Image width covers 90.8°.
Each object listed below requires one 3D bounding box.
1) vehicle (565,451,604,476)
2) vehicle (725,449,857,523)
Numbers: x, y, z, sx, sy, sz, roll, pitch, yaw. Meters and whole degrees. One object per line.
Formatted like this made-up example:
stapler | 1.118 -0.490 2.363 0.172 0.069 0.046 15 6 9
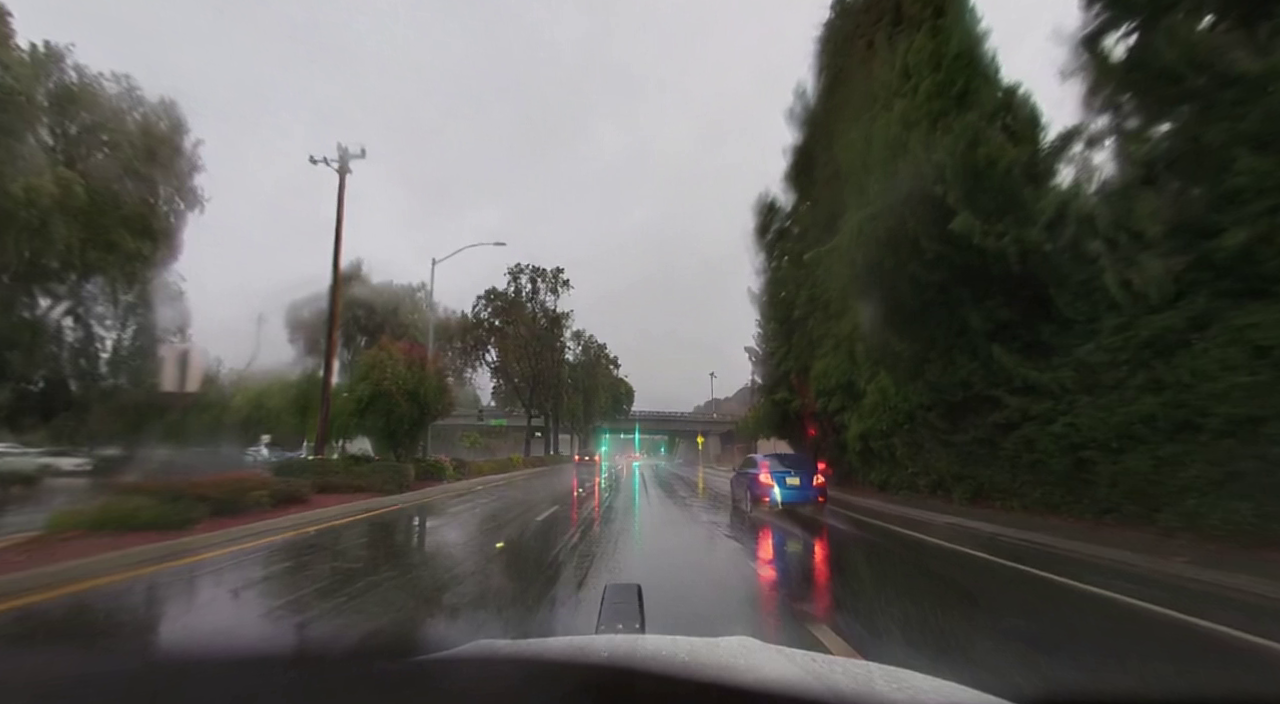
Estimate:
vehicle | -3.469 7.032 40.025 2.041 1.460 4.036 0 -8 1
vehicle | 3.437 3.119 15.335 2.068 1.497 4.247 0 -8 -1
